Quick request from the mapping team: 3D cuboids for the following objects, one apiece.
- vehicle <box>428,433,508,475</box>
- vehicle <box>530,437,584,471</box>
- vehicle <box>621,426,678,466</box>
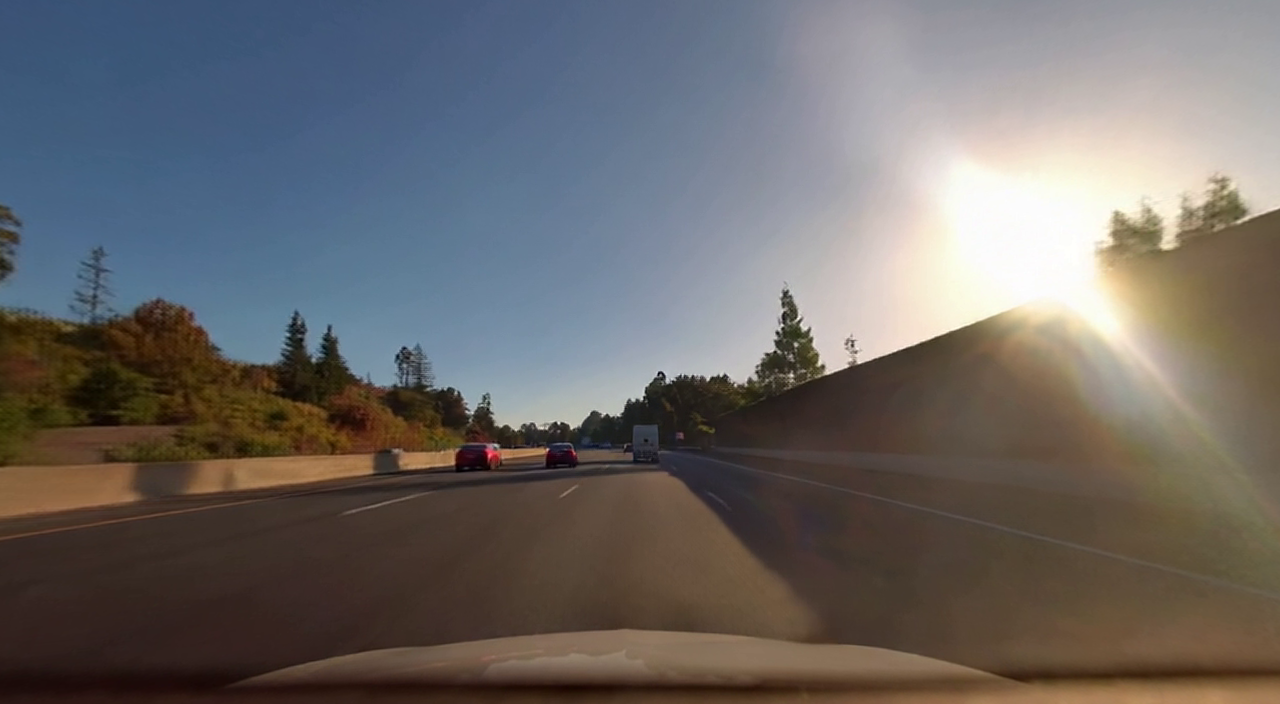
[{"bbox_3d":[-7.449,4.480,27.844,2.189,1.673,4.699,0,-8,0],"label":"vehicle"},{"bbox_3d":[-4.003,4.985,31.014,2.000,1.512,4.371,0,-8,1],"label":"vehicle"},{"bbox_3d":[0.479,5.102,34.149,2.856,1.994,4.931,0,-8,0],"label":"vehicle"}]
